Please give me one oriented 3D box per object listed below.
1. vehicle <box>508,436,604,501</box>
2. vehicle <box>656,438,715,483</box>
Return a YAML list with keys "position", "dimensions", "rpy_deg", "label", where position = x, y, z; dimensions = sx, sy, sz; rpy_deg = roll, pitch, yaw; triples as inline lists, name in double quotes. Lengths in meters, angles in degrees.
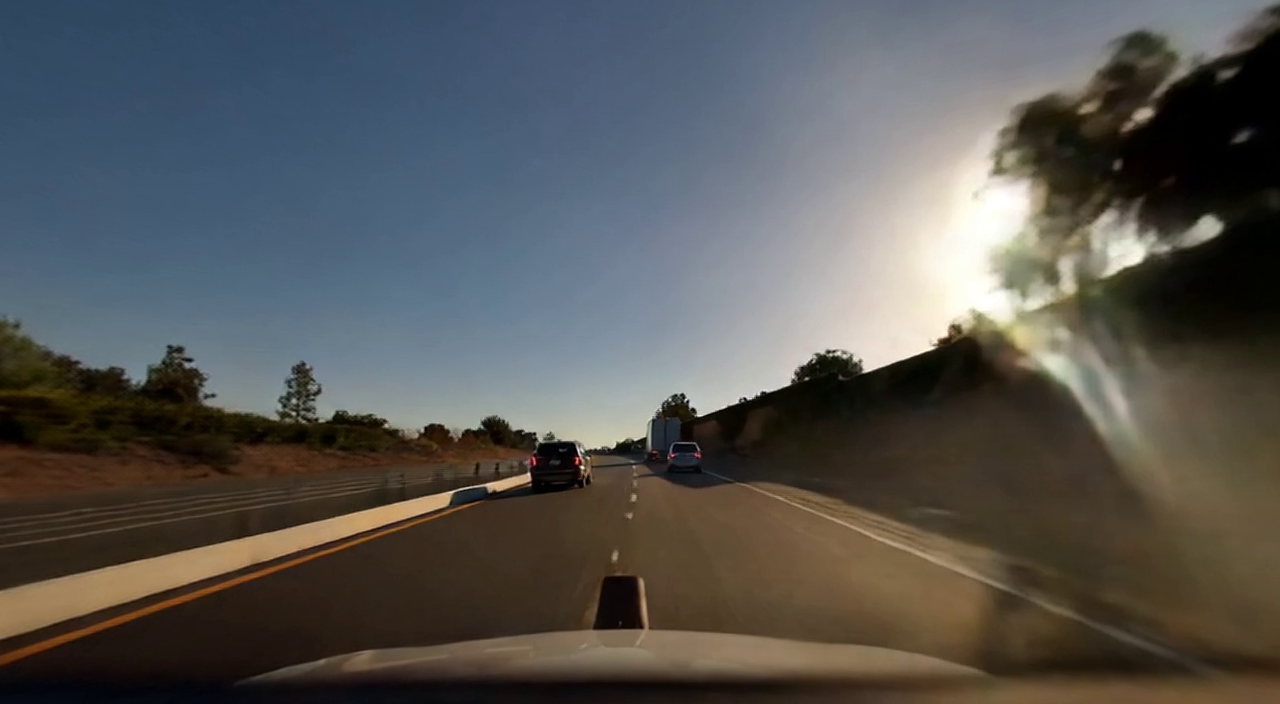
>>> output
- position: [-2.297, 3.364, 18.540]
  dimensions: [2.181, 1.653, 4.691]
  rpy_deg: [0, -9, 0]
  label: "vehicle"
- position: [1.826, 4.568, 26.594]
  dimensions: [2.230, 1.715, 4.243]
  rpy_deg: [0, -9, 0]
  label: "vehicle"
